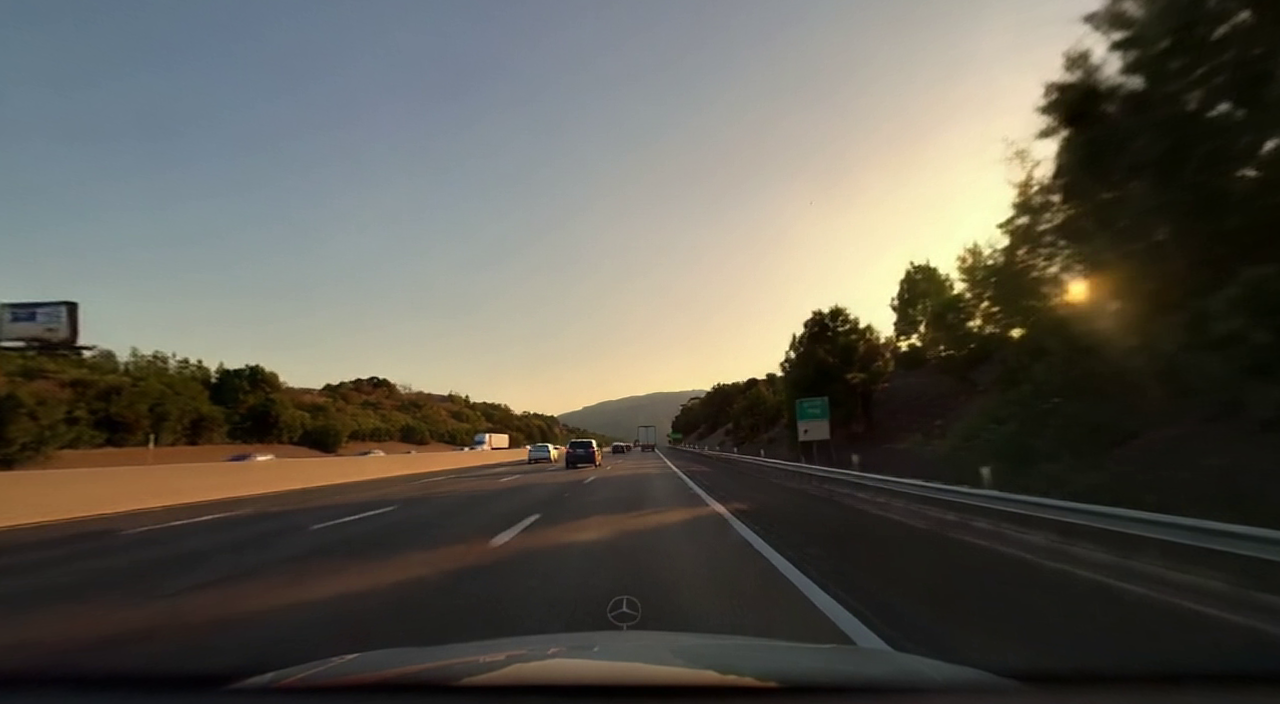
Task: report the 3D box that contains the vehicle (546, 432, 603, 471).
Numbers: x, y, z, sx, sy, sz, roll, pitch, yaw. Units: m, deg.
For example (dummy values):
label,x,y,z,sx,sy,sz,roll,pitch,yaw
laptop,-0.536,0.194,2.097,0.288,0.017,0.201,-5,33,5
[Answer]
label,x,y,z,sx,sy,sz,roll,pitch,yaw
vehicle,-3.249,5.104,32.463,2.283,1.802,4.810,0,-8,1

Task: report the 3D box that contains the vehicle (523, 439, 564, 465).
label,x,y,z,sx,sy,sz,roll,pitch,yaw
vehicle,-6.586,6.854,43.481,2.062,1.691,4.278,0,-8,0
